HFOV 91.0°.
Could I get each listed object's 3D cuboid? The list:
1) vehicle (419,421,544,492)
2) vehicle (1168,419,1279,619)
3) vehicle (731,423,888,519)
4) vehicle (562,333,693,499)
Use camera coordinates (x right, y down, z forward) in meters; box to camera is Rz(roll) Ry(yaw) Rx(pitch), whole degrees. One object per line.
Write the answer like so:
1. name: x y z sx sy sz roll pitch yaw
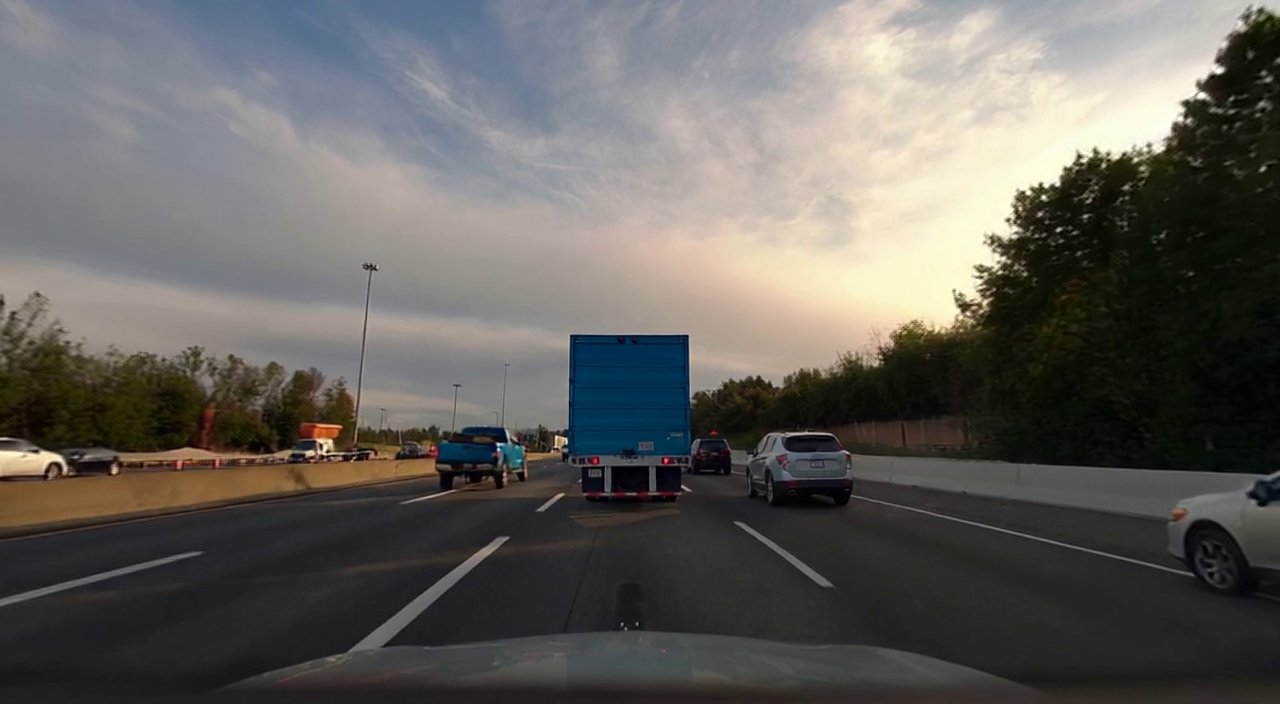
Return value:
1. vehicle: -4.878 3.370 20.609 2.421 1.965 5.980 0 -9 1
2. vehicle: 6.535 1.184 3.873 2.070 1.632 4.774 1 -9 -8
3. vehicle: 3.373 2.471 13.538 2.103 1.713 4.173 1 -9 -2
4. vehicle: -0.450 2.272 20.100 3.067 3.940 10.154 1 -9 -2
